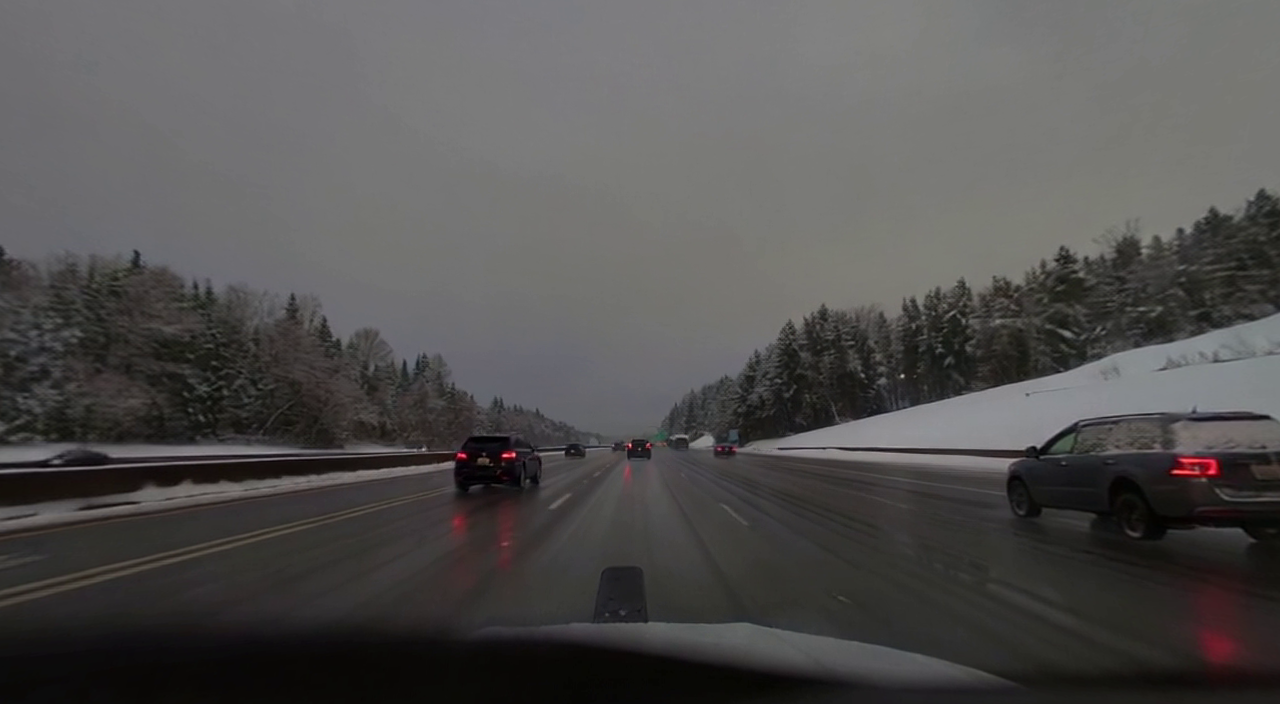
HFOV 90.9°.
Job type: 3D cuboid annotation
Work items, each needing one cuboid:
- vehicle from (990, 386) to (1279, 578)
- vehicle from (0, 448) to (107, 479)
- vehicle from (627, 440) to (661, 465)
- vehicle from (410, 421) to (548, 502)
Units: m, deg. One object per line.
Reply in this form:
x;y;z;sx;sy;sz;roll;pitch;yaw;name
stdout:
6.988;1.532;8.101;2.123;1.756;4.959;0;-8;0;vehicle
-34.816;6.511;37.126;2.002;1.666;5.388;0;-8;1;vehicle
0.222;6.239;39.180;2.050;1.452;3.917;0;-8;0;vehicle
-3.850;2.743;16.173;2.118;1.750;4.875;0;-8;2;vehicle
